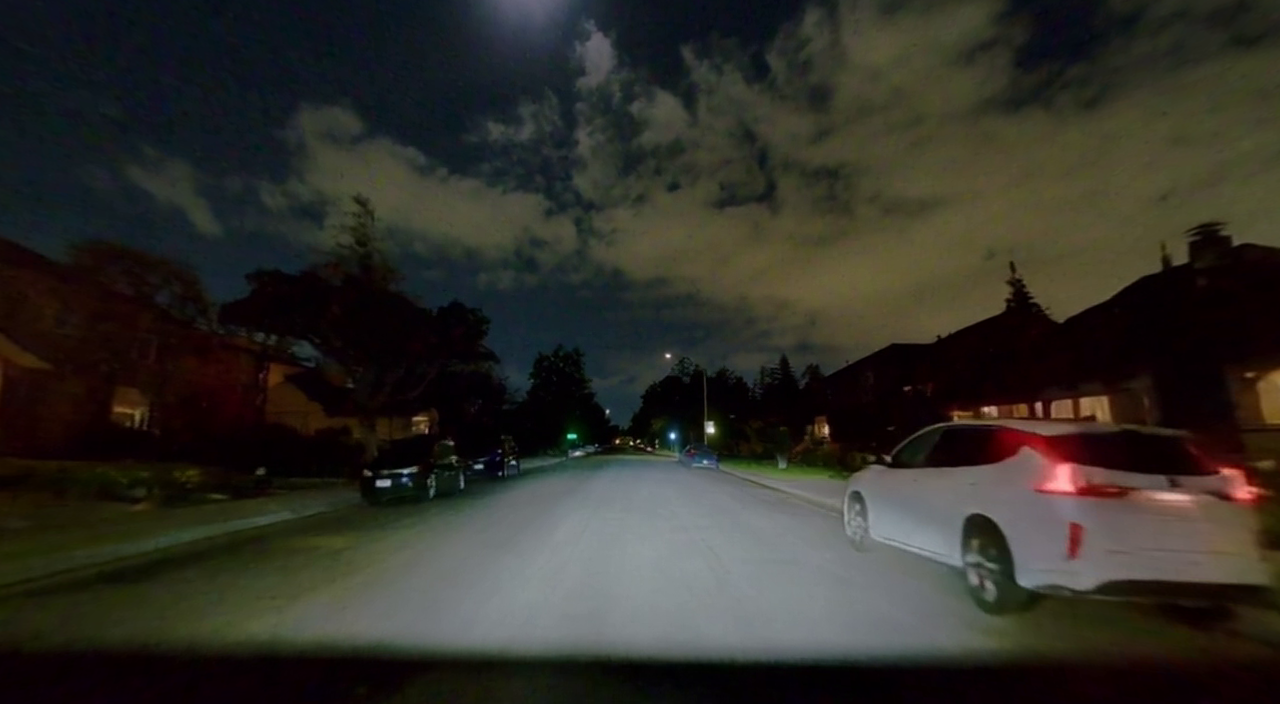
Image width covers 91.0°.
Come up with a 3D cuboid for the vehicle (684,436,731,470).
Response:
[{"bbox_3d":[3.761,5.713,35.771,2.136,1.794,4.598,0,-8,0],"label":"vehicle"}]

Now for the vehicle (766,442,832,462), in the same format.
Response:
[{"bbox_3d":[11.652,7.301,46.194,4.277,1.410,1.822,1,-8,-6],"label":"vehicle"}]

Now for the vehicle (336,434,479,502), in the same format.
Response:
[{"bbox_3d":[-6.008,3.119,17.059,2.027,1.544,4.959,0,-10,-1],"label":"vehicle"}]

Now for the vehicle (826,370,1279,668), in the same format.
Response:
[{"bbox_3d":[4.079,1.469,6.946,2.311,1.859,5.880,0,-8,1],"label":"vehicle"}]
